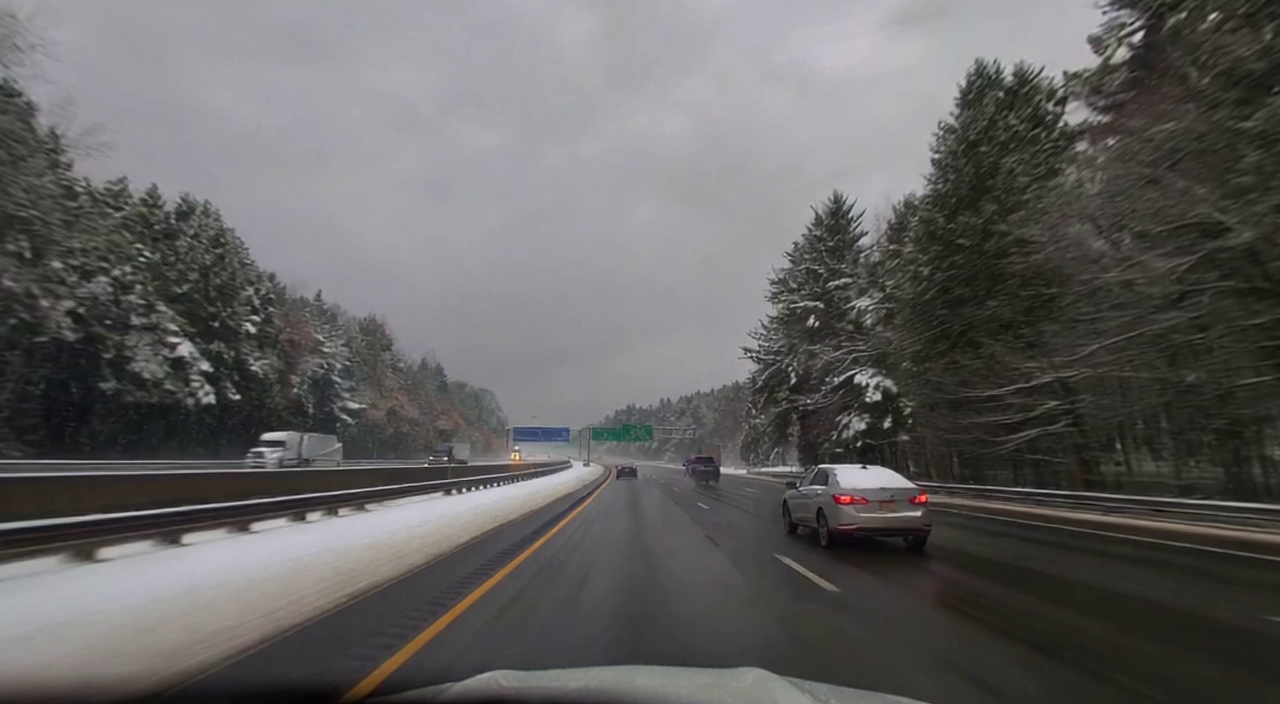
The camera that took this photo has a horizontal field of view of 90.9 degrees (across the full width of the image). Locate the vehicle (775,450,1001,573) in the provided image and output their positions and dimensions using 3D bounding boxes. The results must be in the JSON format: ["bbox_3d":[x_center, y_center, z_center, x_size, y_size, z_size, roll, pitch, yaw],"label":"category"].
[{"bbox_3d":[3.932,2.620,10.959,2.132,1.662,4.180,1,-10,-1],"label":"vehicle"}]

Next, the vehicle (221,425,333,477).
[{"bbox_3d":[-21.627,6.075,38.080,2.359,2.790,7.380,1,-10,-1],"label":"vehicle"}]

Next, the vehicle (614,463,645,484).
[{"bbox_3d":[-0.819,9.342,48.499,2.242,1.525,4.305,1,-10,-1],"label":"vehicle"}]
